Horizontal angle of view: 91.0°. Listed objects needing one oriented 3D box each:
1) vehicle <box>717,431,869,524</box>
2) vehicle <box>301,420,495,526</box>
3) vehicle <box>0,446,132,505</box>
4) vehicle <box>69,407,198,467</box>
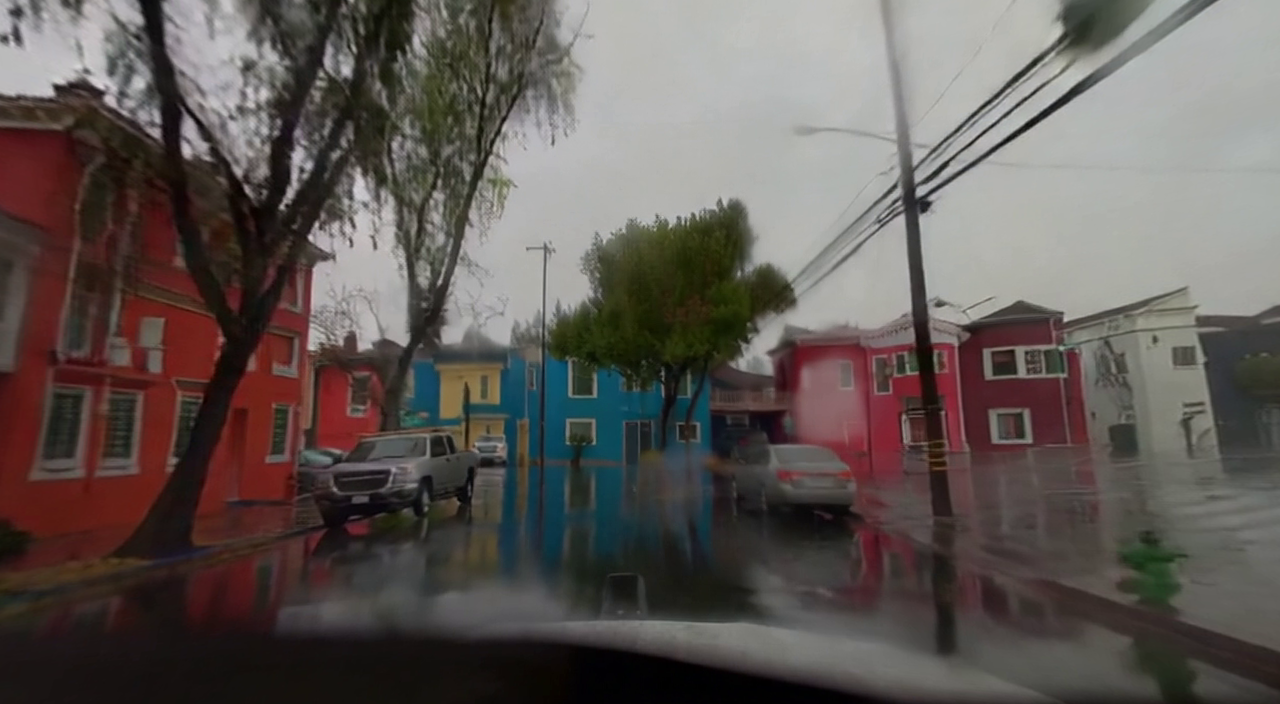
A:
[{"bbox_3d":[3.340,2.847,14.942,2.109,1.811,4.886,1,-9,-3],"label":"vehicle"},{"bbox_3d":[-5.569,2.895,15.800,2.480,2.084,6.353,0,-9,-1],"label":"vehicle"},{"bbox_3d":[-15.953,3.275,17.124,1.563,1.433,3.492,1,-9,-7],"label":"vehicle"},{"bbox_3d":[-31.402,5.177,39.431,2.473,2.922,6.719,-1,-1,3],"label":"vehicle"}]
